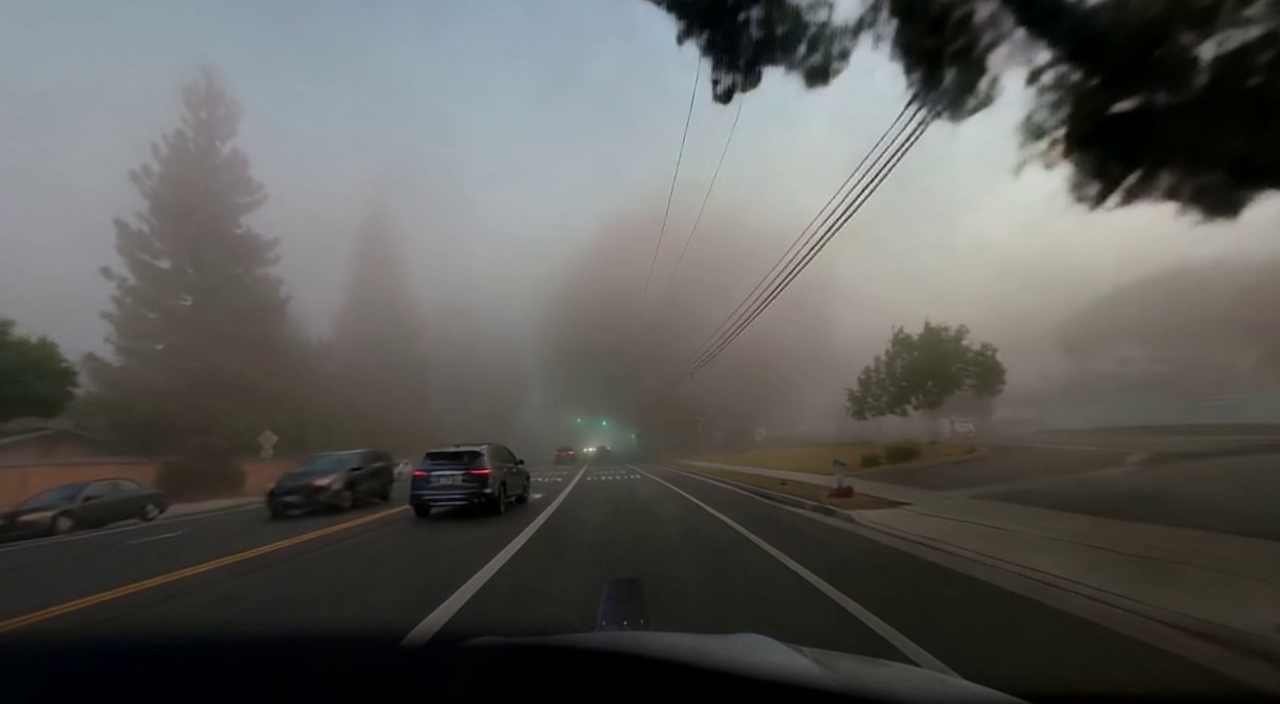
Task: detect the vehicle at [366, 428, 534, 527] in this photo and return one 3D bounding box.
[{"bbox_3d":[-3.687,2.515,13.324,2.084,1.701,4.734,0,-8,0],"label":"vehicle"}]

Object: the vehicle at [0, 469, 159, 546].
[{"bbox_3d":[-14.739,3.869,15.938,1.845,1.428,4.597,-5,-7,-4],"label":"vehicle"}]

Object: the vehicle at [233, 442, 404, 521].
[{"bbox_3d":[-7.771,3.122,15.858,2.087,1.689,4.373,0,-8,-2],"label":"vehicle"}]

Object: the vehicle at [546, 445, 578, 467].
[{"bbox_3d":[-5.894,7.898,48.152,2.060,1.530,4.121,1,-8,-3],"label":"vehicle"}]
